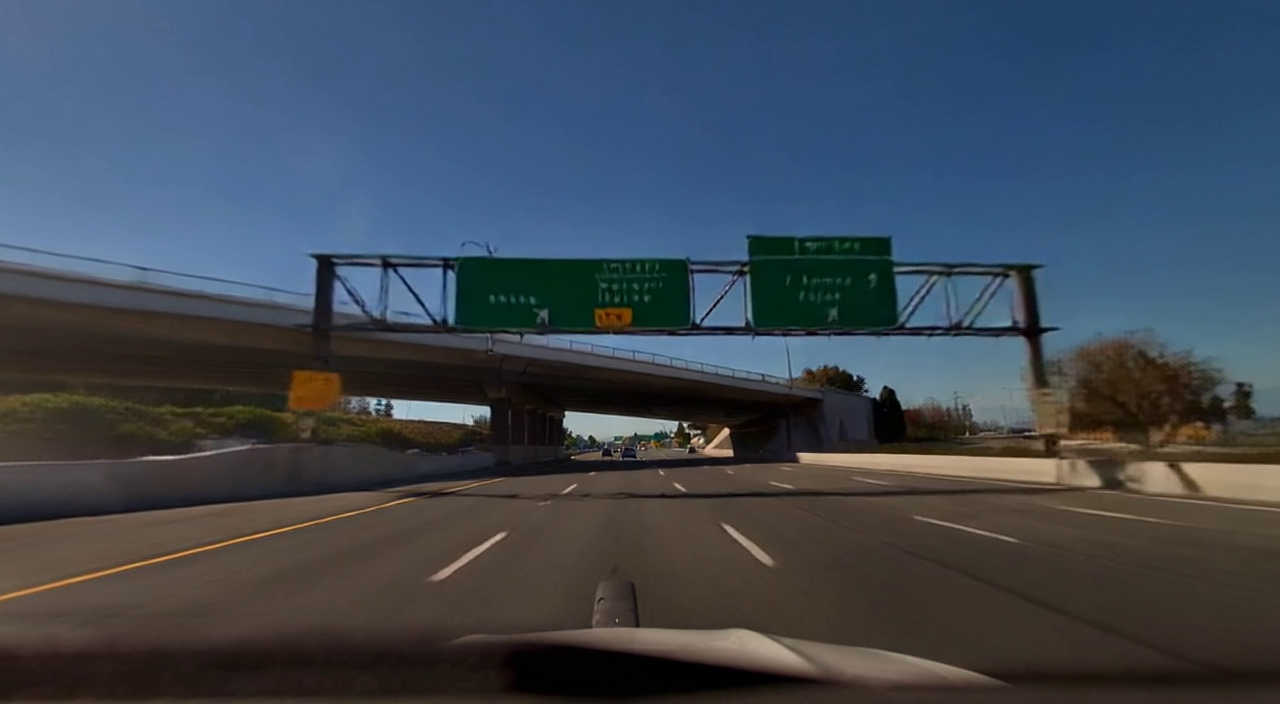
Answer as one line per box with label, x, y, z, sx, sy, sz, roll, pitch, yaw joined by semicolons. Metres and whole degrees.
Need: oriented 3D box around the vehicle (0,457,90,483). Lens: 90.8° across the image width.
vehicle;-40.931;8.070;43.436;1.888;1.548;4.818;0;-9;1
